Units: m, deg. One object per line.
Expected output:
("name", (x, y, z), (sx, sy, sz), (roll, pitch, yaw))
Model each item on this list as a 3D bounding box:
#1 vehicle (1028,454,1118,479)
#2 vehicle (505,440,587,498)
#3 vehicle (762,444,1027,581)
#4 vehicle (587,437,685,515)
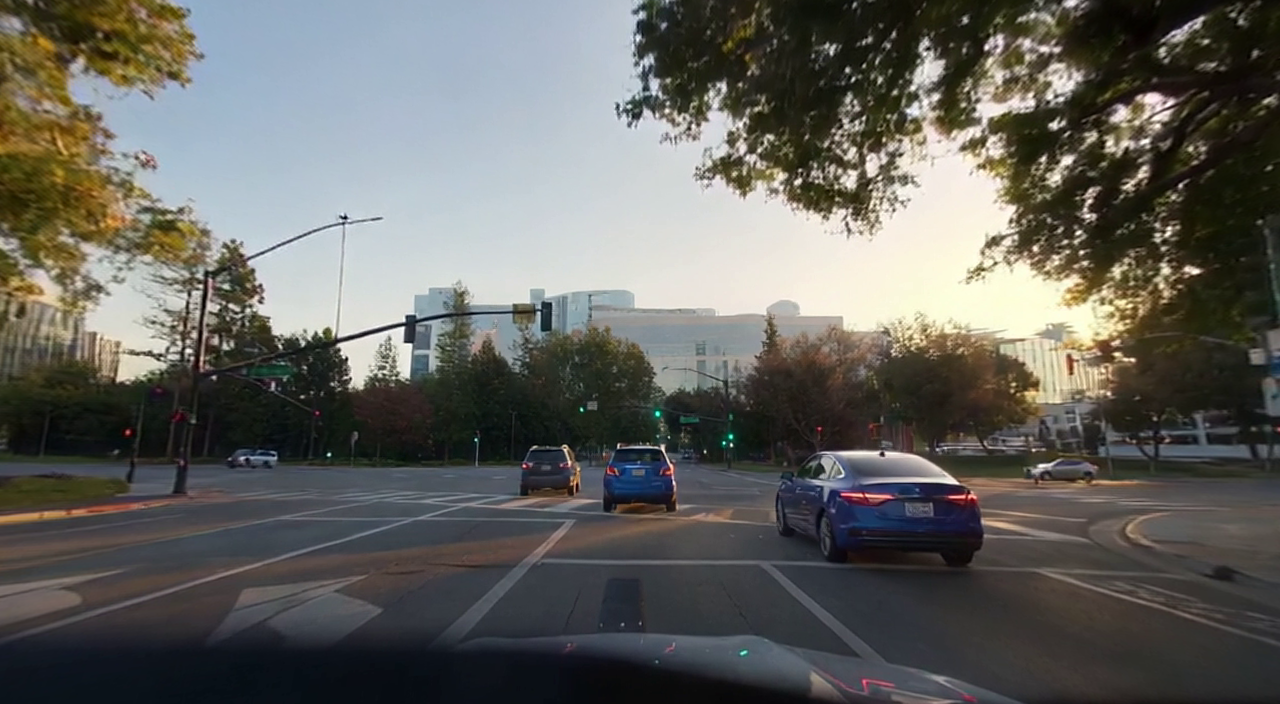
("vehicle", (30.353, 8.048, 44.157), (4.705, 1.631, 2.053), (-2, -9, 16))
("vehicle", (-2.885, 3.689, 20.234), (1.987, 1.633, 4.005), (0, -8, 0))
("vehicle", (3.234, 2.098, 9.201), (2.056, 1.468, 4.520), (0, -8, 1))
("vehicle", (-0.060, 3.007, 15.794), (2.108, 1.654, 4.235), (0, -8, 1))
